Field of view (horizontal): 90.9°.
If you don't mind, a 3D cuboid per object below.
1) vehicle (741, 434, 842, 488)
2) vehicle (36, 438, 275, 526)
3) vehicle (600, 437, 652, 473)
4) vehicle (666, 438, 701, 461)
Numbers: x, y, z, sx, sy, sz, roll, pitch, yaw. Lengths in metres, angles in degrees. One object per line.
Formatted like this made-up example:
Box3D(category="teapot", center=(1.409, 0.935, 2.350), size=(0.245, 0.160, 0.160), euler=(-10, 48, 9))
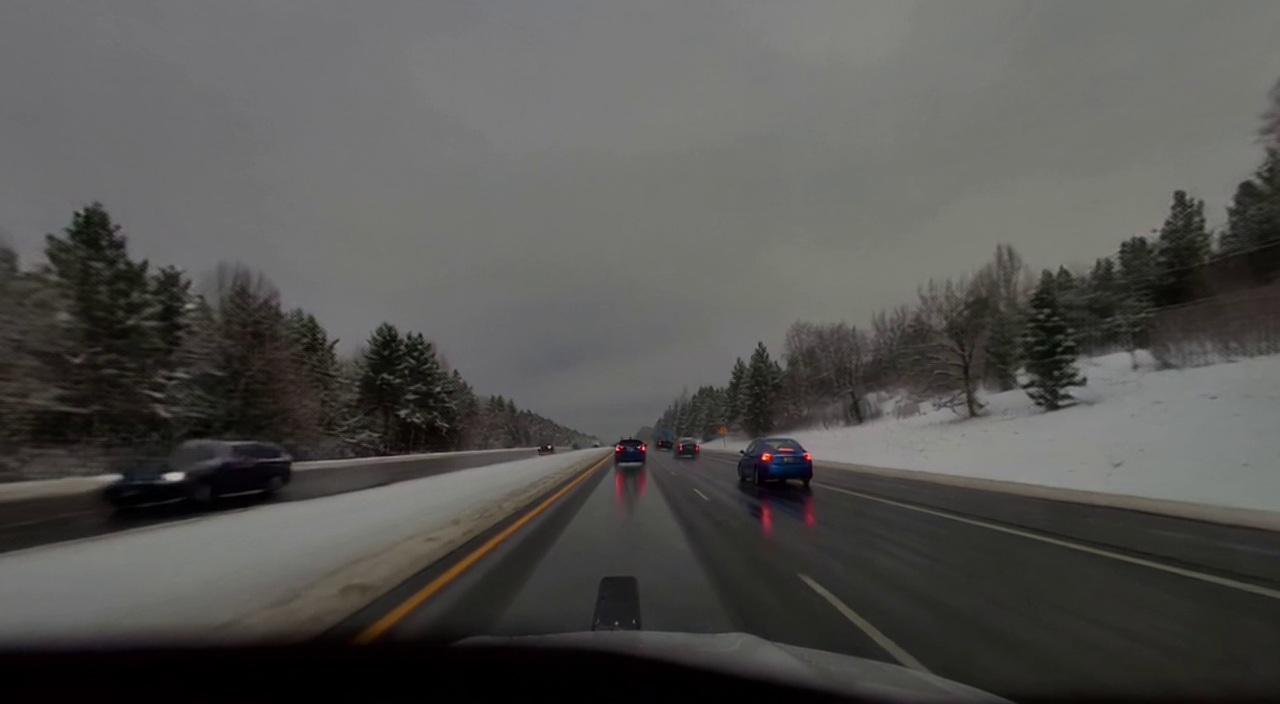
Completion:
Box3D(category="vehicle", center=(4.644, 3.376, 20.010), size=(2.066, 1.526, 4.216), euler=(0, -8, -1))
Box3D(category="vehicle", center=(-9.329, 2.468, 12.615), size=(1.855, 1.458, 3.717), euler=(0, -8, -1))
Box3D(category="vehicle", center=(-0.594, 4.517, 27.945), size=(2.143, 1.466, 3.693), euler=(0, -8, -1))
Box3D(category="vehicle", center=(2.988, 6.801, 44.236), size=(2.004, 1.469, 4.472), euler=(0, -8, -2))
